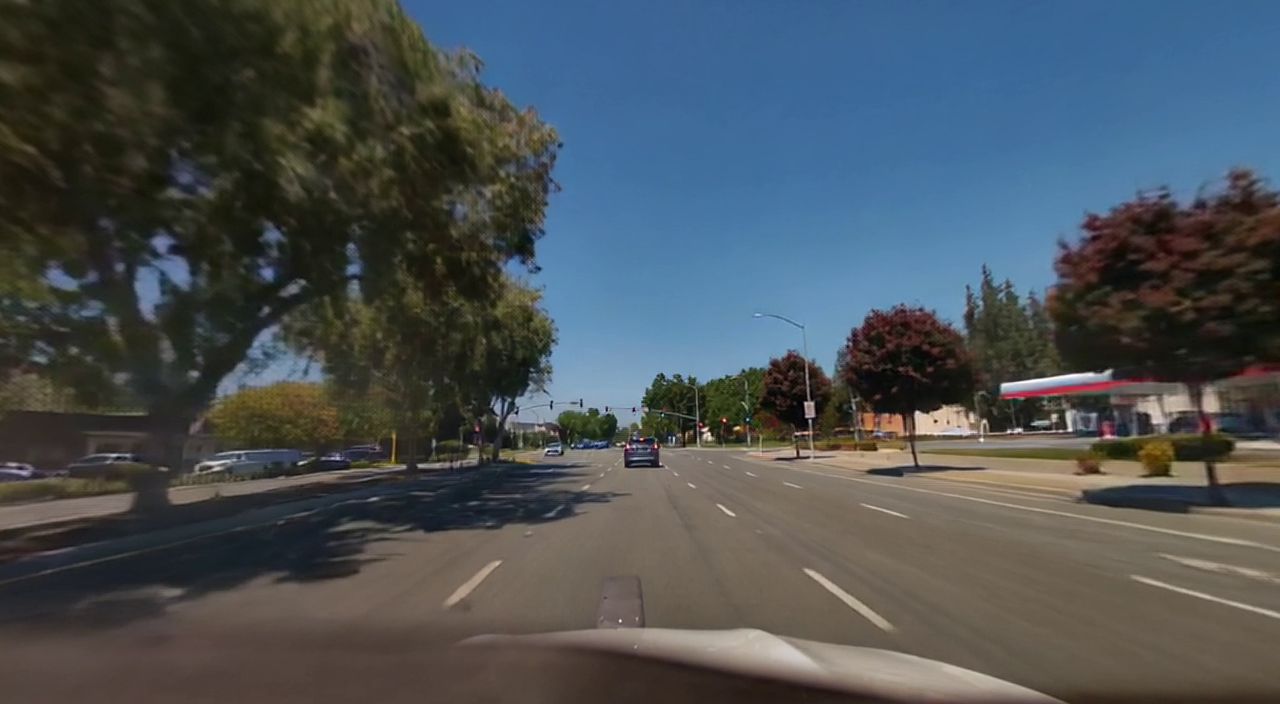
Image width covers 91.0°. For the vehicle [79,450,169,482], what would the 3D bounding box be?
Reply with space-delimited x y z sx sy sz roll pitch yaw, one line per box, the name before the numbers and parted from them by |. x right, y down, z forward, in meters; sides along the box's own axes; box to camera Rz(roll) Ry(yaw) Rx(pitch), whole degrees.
vehicle | -28.670 6.286 34.952 4.749 1.666 1.859 -4 -9 25

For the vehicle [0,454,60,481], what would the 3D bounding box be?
vehicle | -38.277 6.979 37.976 4.469 1.557 1.959 6 -10 -34

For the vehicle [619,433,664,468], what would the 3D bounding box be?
vehicle | 0.062 5.214 33.360 2.213 1.715 4.242 0 -8 -1
